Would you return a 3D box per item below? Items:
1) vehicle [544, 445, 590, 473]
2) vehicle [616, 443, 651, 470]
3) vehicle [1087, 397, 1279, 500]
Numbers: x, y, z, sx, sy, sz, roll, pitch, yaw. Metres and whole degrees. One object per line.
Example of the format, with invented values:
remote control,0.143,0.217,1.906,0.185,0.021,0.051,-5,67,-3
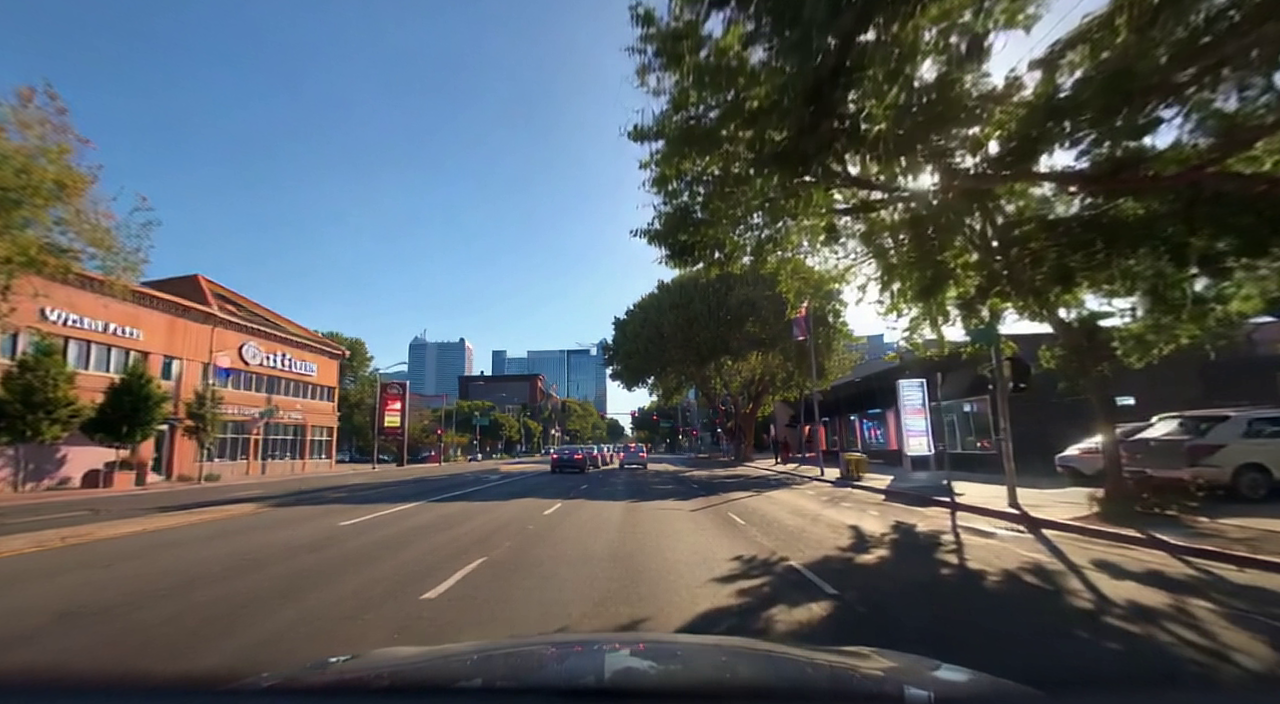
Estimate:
vehicle,-3.998,5.937,35.279,2.020,1.457,4.496,0,-9,1
vehicle,-0.377,6.409,38.971,2.042,1.555,3.912,0,-9,0
vehicle,13.467,2.023,13.322,6.063,1.949,2.531,0,-9,2
